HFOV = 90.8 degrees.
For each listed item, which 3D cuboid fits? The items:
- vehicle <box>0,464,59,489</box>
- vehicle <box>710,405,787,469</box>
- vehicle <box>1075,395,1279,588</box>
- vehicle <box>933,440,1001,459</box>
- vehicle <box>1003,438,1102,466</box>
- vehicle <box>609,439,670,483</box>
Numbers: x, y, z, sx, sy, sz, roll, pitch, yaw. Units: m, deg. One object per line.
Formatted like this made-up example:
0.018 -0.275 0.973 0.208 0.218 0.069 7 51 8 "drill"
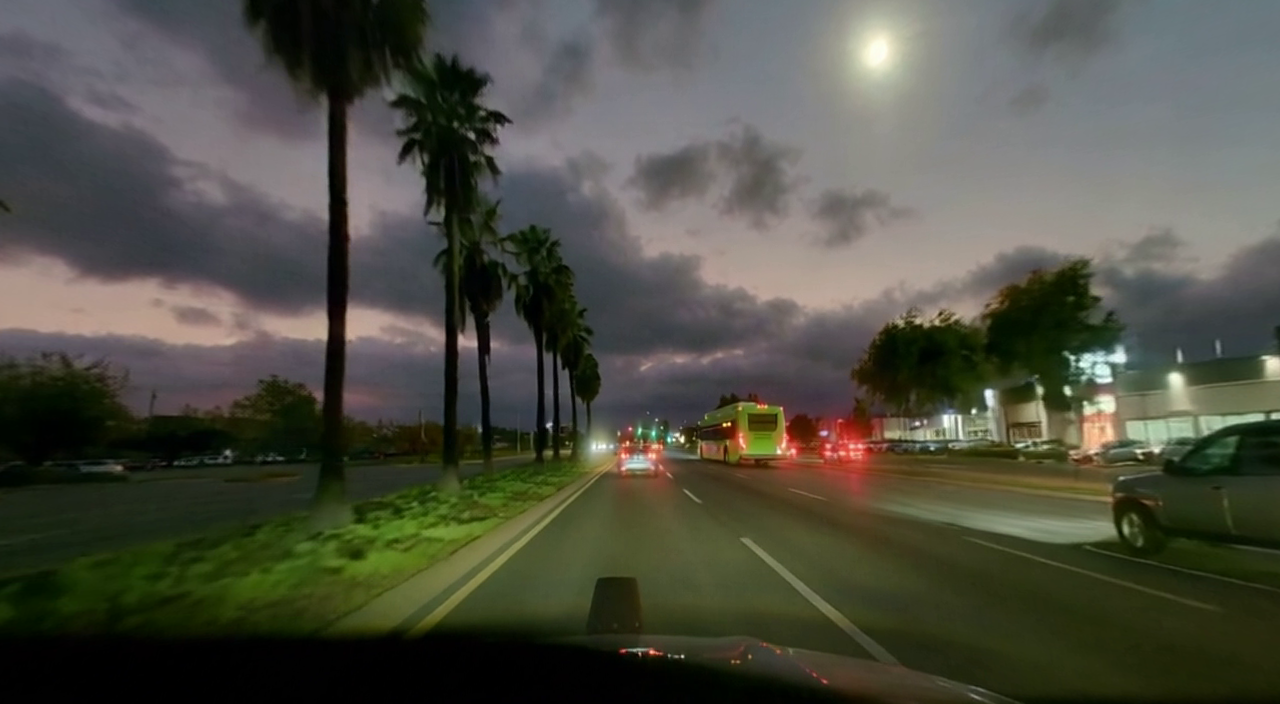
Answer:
-44.524 8.830 44.894 1.821 1.562 4.375 -2 -9 12 "vehicle"
6.255 5.225 38.186 2.795 3.383 9.287 0 -9 -1 "vehicle"
6.611 1.288 5.949 2.031 1.670 4.154 0 -9 0 "vehicle"
25.748 7.667 49.793 4.319 1.444 1.888 0 -9 -2 "vehicle"
23.023 5.619 35.386 4.229 1.428 1.883 1 -9 0 "vehicle"
-0.065 4.052 23.789 2.065 1.477 4.306 0 -9 -1 "vehicle"
